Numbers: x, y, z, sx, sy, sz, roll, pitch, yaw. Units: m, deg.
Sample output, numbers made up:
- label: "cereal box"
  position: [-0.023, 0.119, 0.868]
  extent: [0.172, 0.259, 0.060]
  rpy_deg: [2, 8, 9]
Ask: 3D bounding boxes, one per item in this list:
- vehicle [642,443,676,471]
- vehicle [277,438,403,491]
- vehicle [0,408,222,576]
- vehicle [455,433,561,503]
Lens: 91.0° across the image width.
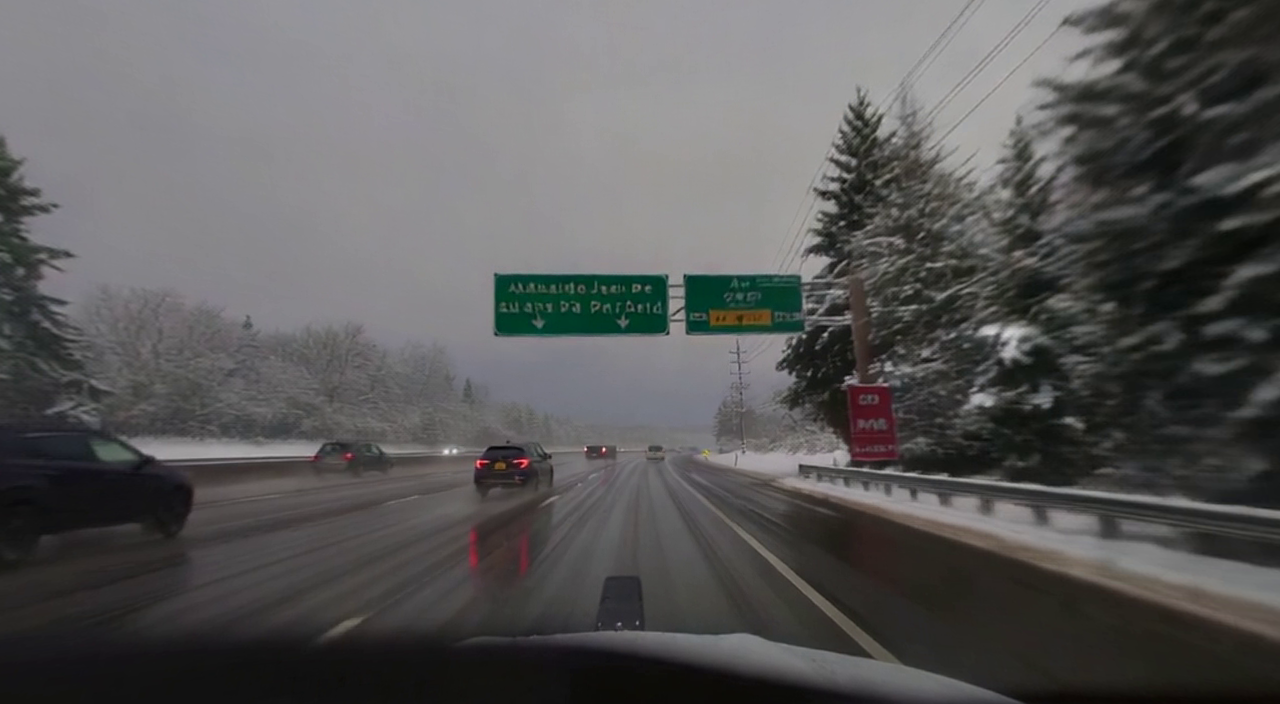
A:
- label: "vehicle"
  position: [1.234, 6.656, 40.137]
  extent: [2.038, 1.677, 4.219]
  rpy_deg: [0, -9, 2]
- label: "vehicle"
  position: [-10.828, 4.075, 23.260]
  extent: [2.097, 1.722, 4.981]
  rpy_deg: [0, -9, 1]
- label: "vehicle"
  position: [-7.539, 1.557, 7.281]
  extent: [2.043, 1.696, 4.851]
  rpy_deg: [0, -9, 0]
- label: "vehicle"
  position: [-3.500, 3.159, 17.560]
  extent: [1.976, 1.688, 4.124]
  rpy_deg: [0, -9, 1]
